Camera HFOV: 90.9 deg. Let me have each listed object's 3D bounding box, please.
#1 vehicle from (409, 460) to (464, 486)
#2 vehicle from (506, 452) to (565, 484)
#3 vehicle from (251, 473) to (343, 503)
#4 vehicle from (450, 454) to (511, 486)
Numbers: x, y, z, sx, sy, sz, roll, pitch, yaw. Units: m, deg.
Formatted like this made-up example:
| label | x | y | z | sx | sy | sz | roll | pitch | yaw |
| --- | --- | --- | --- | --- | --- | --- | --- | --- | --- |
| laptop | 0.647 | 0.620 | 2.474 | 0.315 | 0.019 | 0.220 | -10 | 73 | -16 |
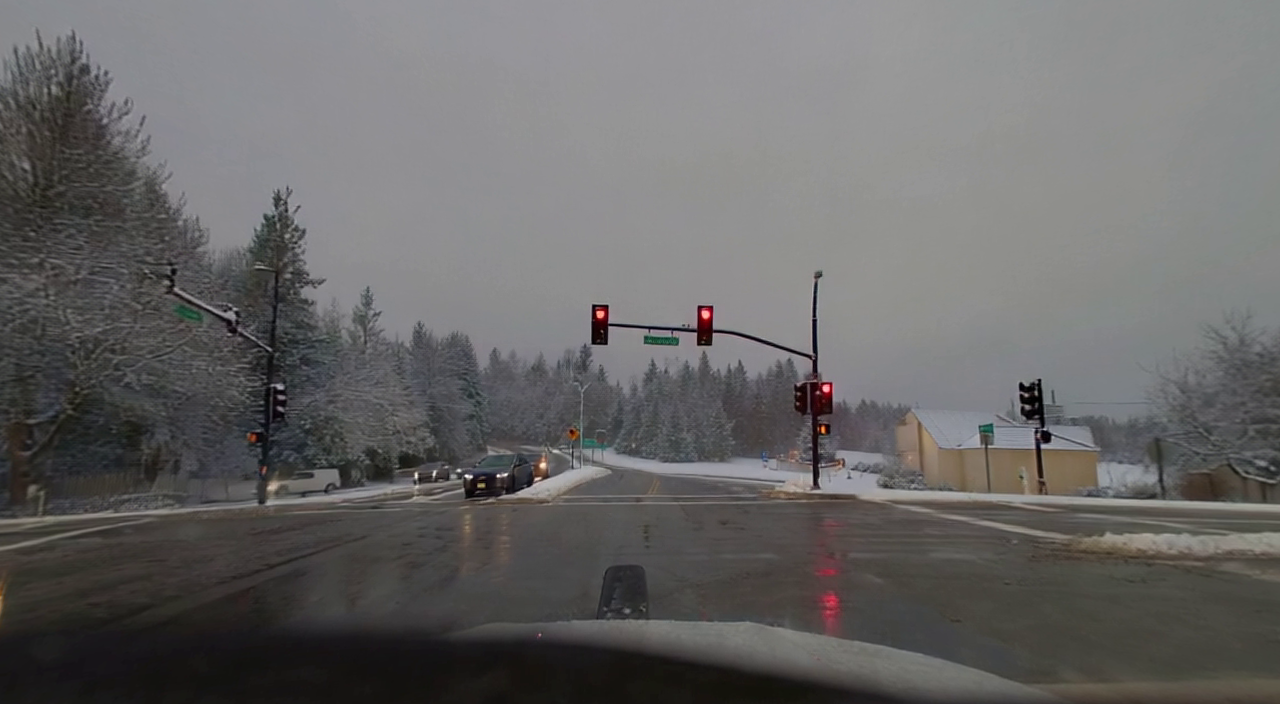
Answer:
| label | x | y | z | sx | sy | sz | roll | pitch | yaw |
| --- | --- | --- | --- | --- | --- | --- | --- | --- | --- |
| vehicle | -15.517 | 9.200 | 48.316 | 2.050 | 1.755 | 5.135 | -1 | -9 | 6 |
| vehicle | -5.226 | 5.855 | 32.108 | 2.107 | 1.456 | 4.728 | 0 | -8 | 1 |
| vehicle | -21.110 | 8.323 | 38.933 | 2.029 | 1.500 | 4.491 | -7 | -11 | 38 |
| vehicle | -8.030 | 5.973 | 32.082 | 1.960 | 1.433 | 4.213 | 0 | -8 | 1 |
